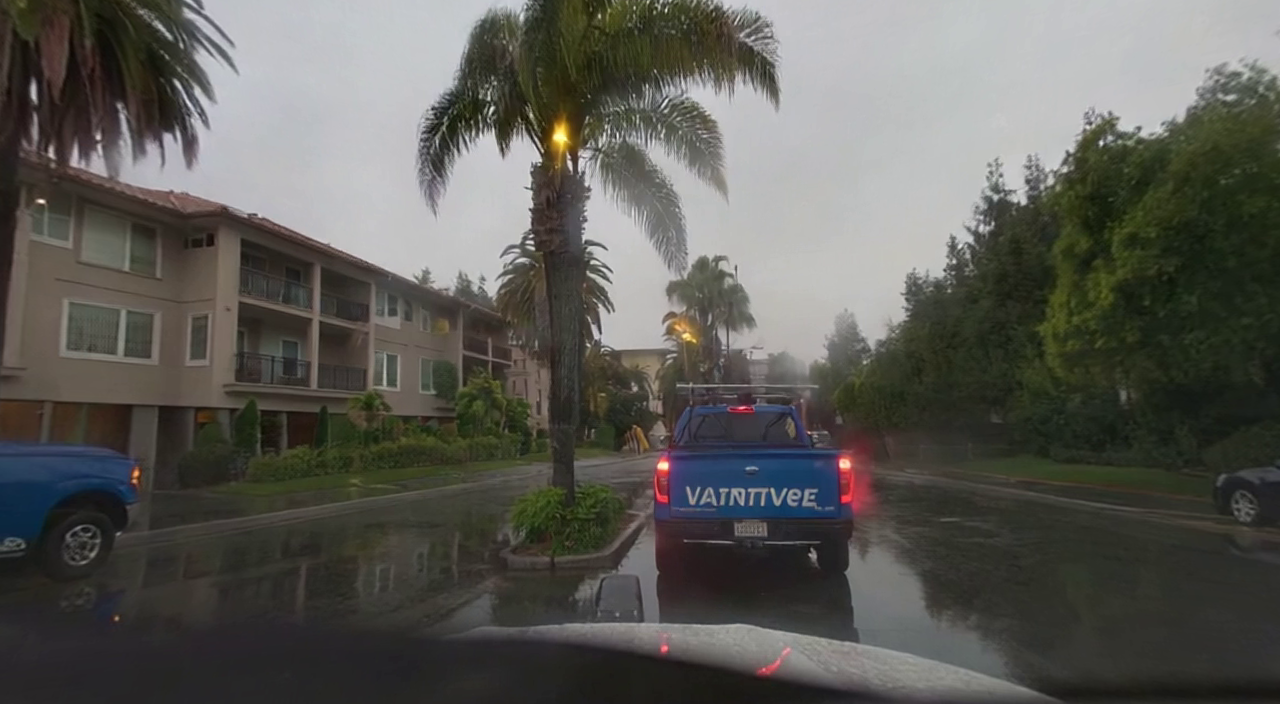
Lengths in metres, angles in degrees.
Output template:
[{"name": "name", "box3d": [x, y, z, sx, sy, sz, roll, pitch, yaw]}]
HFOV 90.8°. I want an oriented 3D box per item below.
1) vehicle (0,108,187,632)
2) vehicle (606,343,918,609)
[{"name": "vehicle", "box3d": [-6.654, -0.426, 0.827, 2.998, 3.659, 10.517, -2, -9, 10]}, {"name": "vehicle", "box3d": [1.165, 1.403, 8.006, 2.418, 2.078, 5.866, -1, -9, 4]}]
